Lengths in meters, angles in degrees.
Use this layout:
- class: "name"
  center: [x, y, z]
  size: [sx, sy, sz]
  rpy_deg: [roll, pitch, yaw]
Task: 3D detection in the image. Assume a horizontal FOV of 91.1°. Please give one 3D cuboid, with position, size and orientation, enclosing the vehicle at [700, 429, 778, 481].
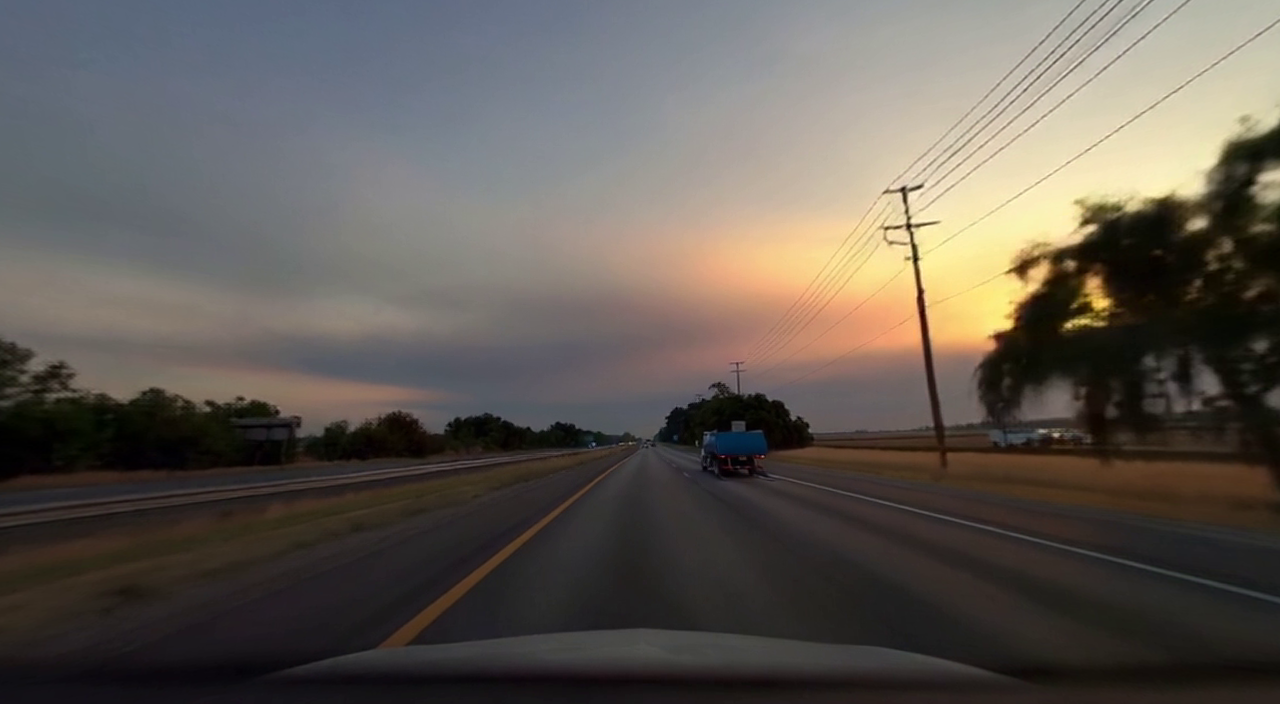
- class: "vehicle"
  center: [3.816, 4.100, 25.328]
  size: [2.228, 1.852, 5.449]
  rpy_deg: [0, -8, 0]
